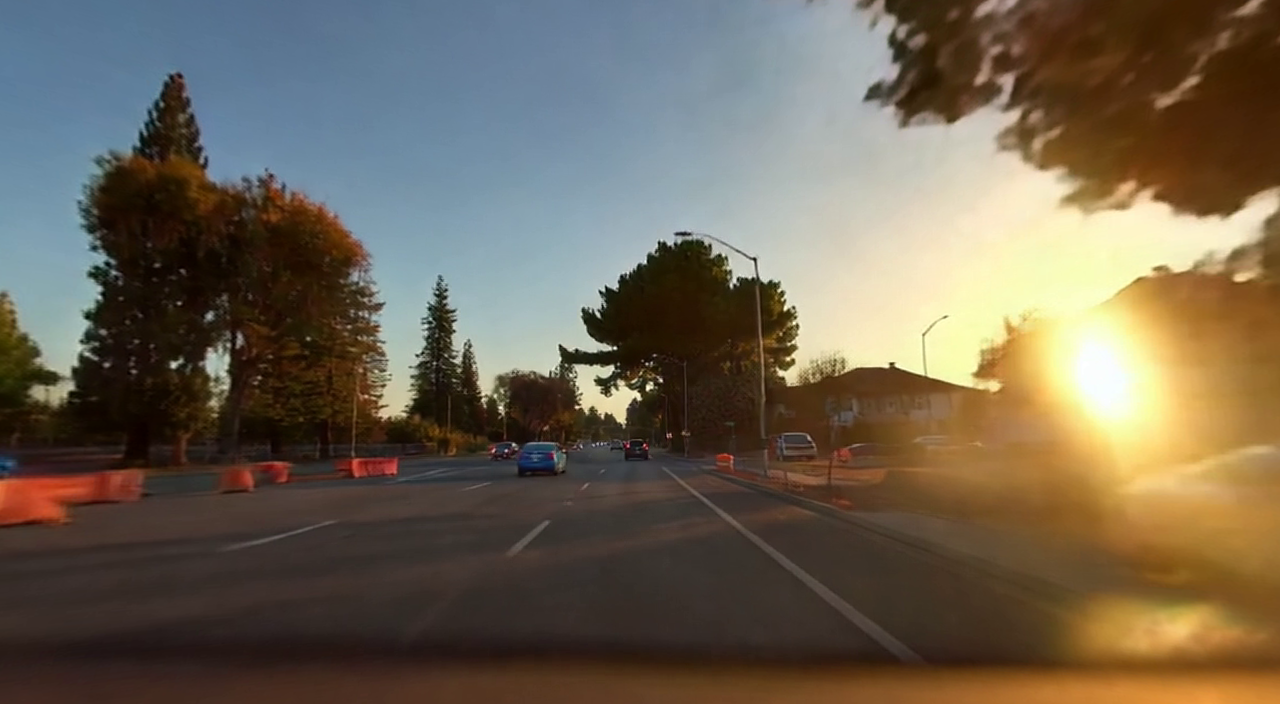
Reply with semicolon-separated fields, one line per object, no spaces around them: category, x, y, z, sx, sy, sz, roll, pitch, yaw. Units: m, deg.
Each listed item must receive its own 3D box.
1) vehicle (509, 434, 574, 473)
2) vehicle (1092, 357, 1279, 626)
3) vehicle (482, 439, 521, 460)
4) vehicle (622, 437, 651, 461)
vehicle;-4.578;4.808;30.023;2.198;1.663;4.519;0;-8;2
vehicle;6.484;1.013;4.699;4.447;1.754;2.182;0;-8;4
vehicle;-10.707;7.569;49.058;2.009;1.541;4.753;0;-8;-1
vehicle;-0.246;7.372;48.054;2.135;1.711;4.124;0;-8;0
